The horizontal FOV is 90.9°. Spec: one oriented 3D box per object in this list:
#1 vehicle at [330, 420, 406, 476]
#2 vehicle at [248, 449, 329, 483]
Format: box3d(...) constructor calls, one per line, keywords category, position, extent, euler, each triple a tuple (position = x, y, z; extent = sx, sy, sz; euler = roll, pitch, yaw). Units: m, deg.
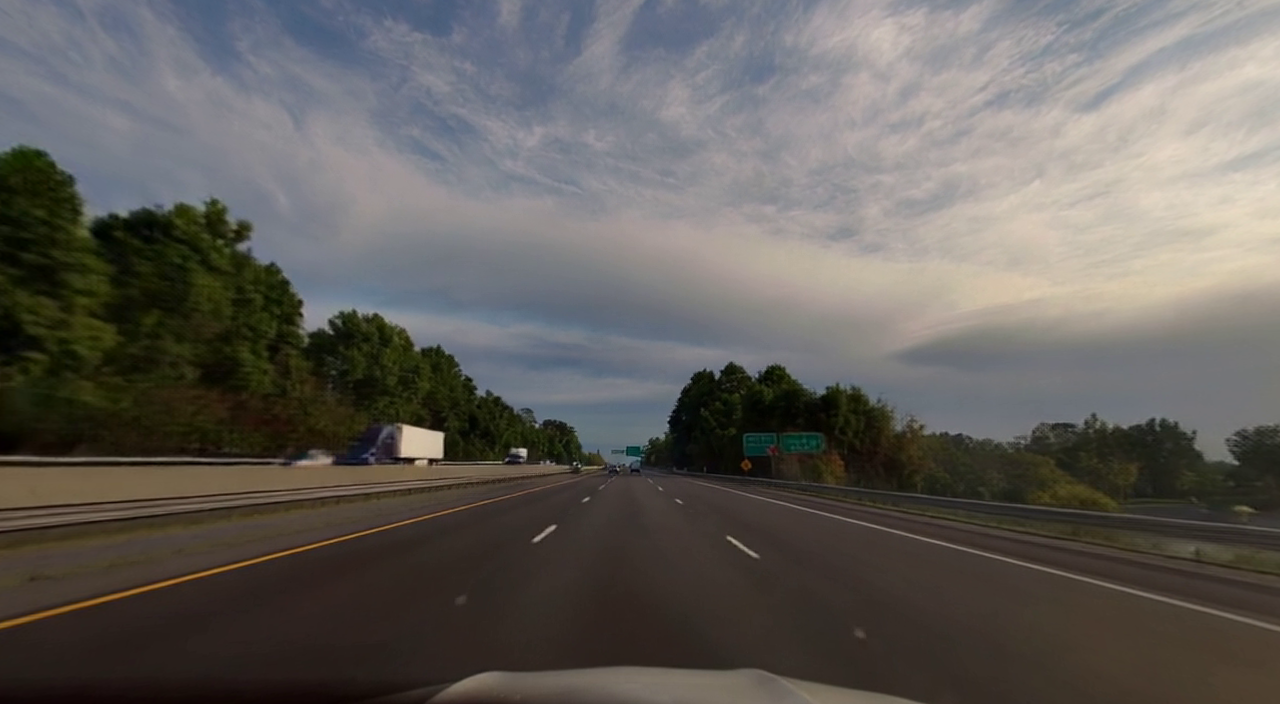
box3d(category="vehicle", position=(-20.471, 7.405, 47.889), extent=(2.931, 3.913, 5.982), euler=(1, -10, -1))
box3d(category="vehicle", position=(-16.128, 5.283, 29.122), extent=(1.722, 1.419, 3.521), euler=(1, -10, -1))
